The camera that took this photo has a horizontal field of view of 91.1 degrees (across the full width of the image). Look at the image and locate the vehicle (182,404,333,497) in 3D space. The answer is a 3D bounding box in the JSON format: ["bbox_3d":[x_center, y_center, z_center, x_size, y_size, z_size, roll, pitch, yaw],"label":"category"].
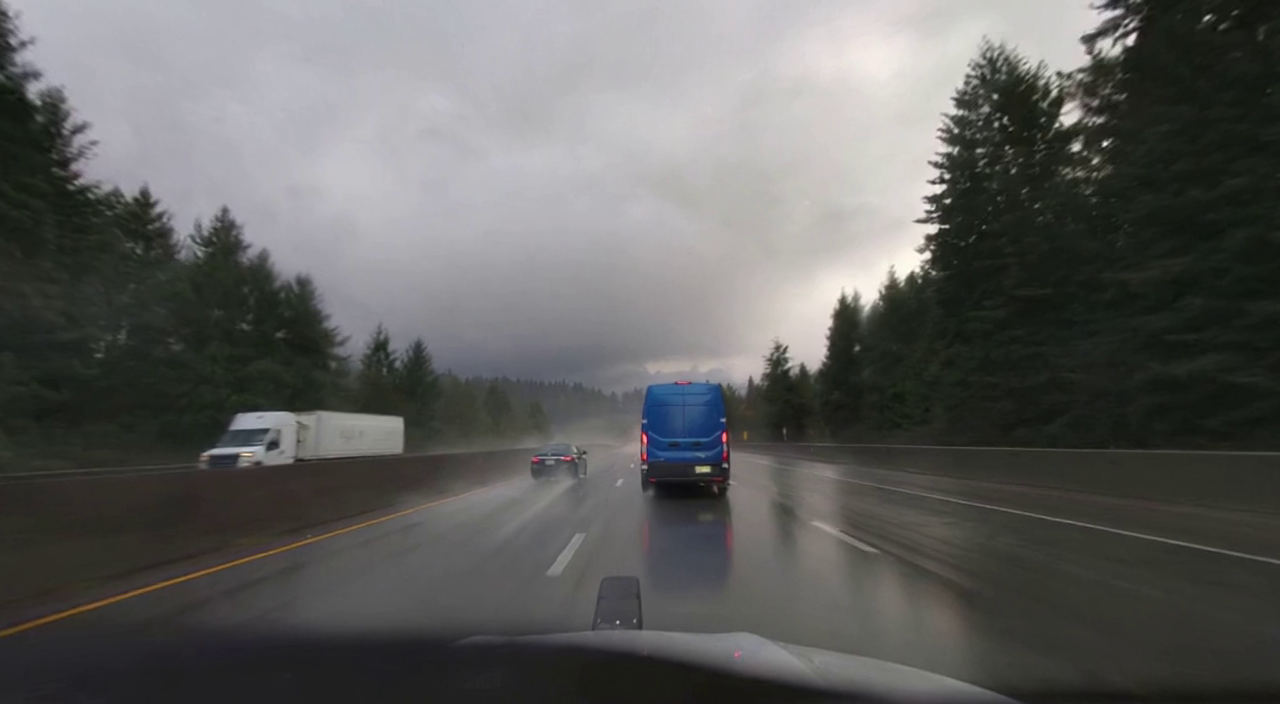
[{"bbox_3d":[-18.722,4.854,31.504,3.042,4.116,6.904,0,-8,0],"label":"vehicle"}]

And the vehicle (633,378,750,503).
[{"bbox_3d":[1.093,2.329,16.776,2.416,2.595,7.243,0,-8,0],"label":"vehicle"}]

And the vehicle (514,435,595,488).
[{"bbox_3d":[-2.640,3.478,20.419,1.900,1.524,4.324,0,-8,1],"label":"vehicle"}]
